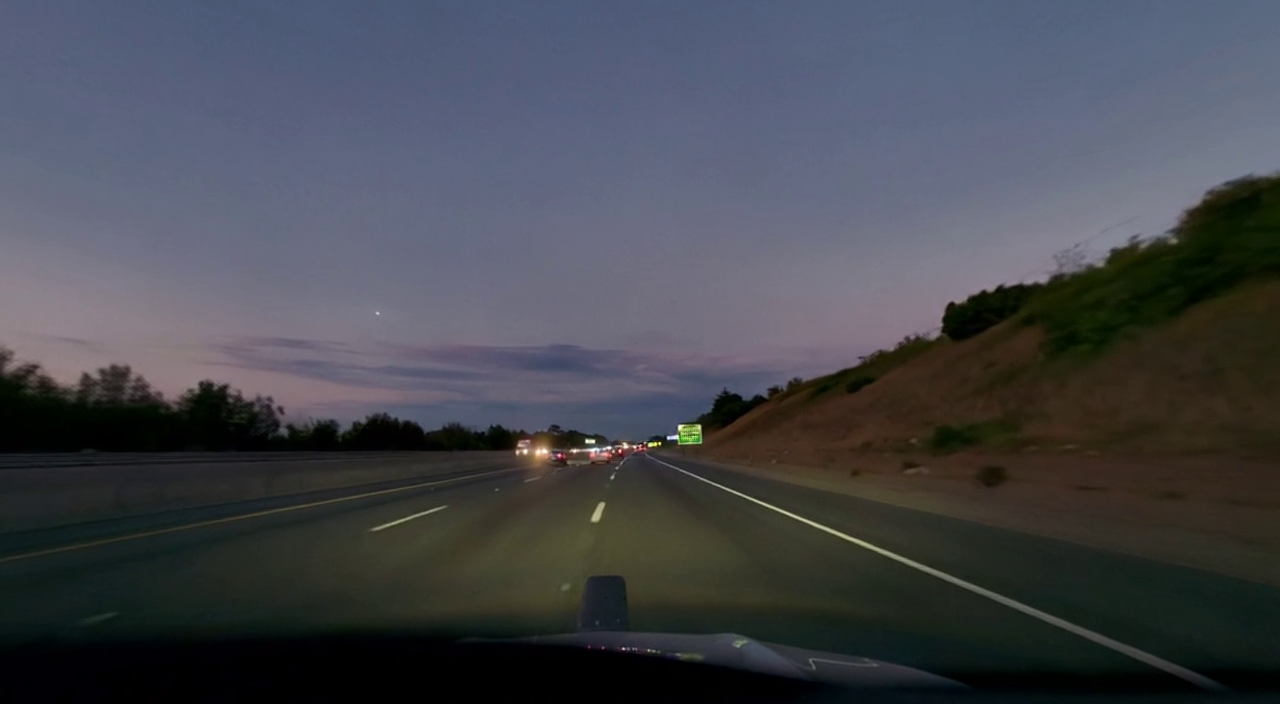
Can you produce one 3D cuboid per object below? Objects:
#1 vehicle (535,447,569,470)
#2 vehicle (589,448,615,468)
[{"bbox_3d":[-6.546,7.982,47.143,2.028,1.563,4.734,0,-9,-1],"label":"vehicle"},{"bbox_3d":[-2.919,8.262,49.059,1.895,1.482,3.852,0,-9,-1],"label":"vehicle"}]
